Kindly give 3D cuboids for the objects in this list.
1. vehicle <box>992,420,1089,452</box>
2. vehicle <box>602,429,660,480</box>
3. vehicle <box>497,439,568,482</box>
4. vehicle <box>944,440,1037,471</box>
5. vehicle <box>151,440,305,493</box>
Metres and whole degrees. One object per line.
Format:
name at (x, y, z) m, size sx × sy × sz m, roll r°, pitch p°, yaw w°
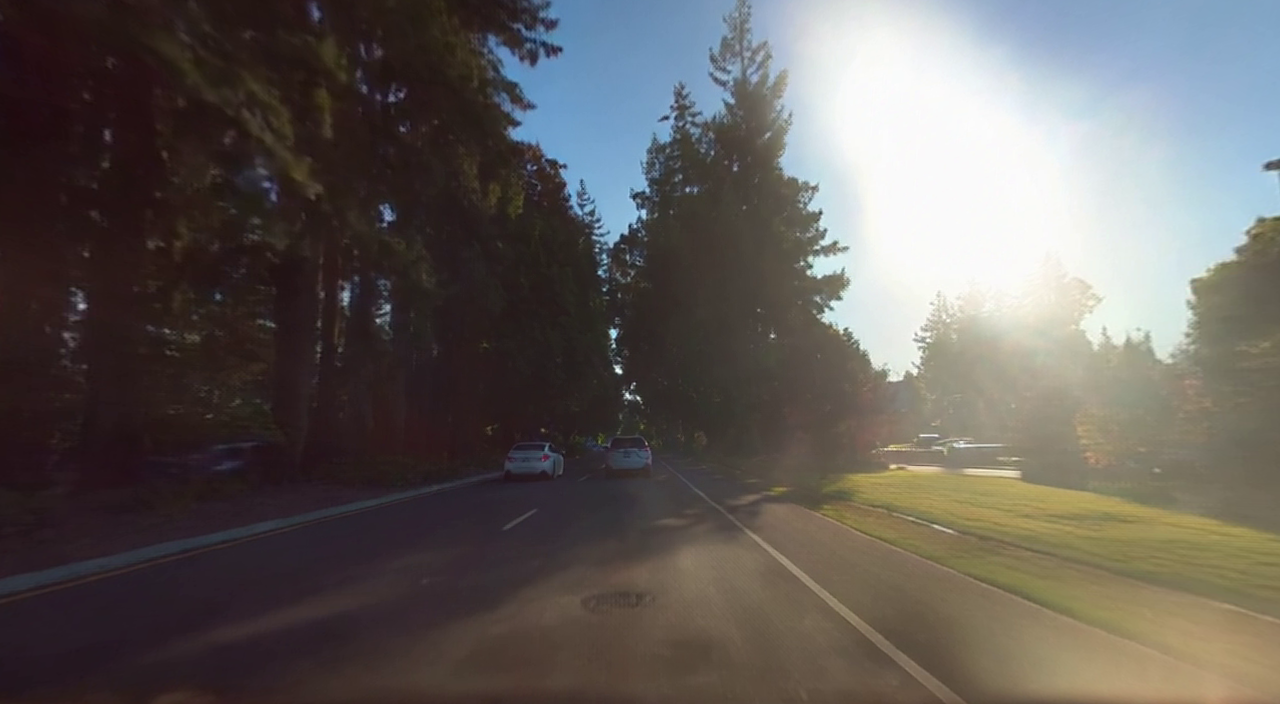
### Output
vehicle at (19.994, 4.214, 31.648) m, size 3.567 × 1.521 × 1.879 m, roll 0°, pitch -8°, yaw -5°
vehicle at (-0.348, 3.848, 23.923) m, size 2.018 × 1.769 × 3.897 m, roll 0°, pitch -8°, yaw -1°
vehicle at (-3.961, 4.075, 24.020) m, size 1.917 × 1.448 × 4.178 m, roll 0°, pitch -8°, yaw 1°
vehicle at (20.875, 6.174, 37.775) m, size 4.387 × 1.752 × 1.903 m, roll 0°, pitch -8°, yaw -3°
vehicle at (-16.422, 4.566, 25.736) m, size 2.306 × 1.890 × 5.822 m, roll 0°, pitch -8°, yaw 0°
